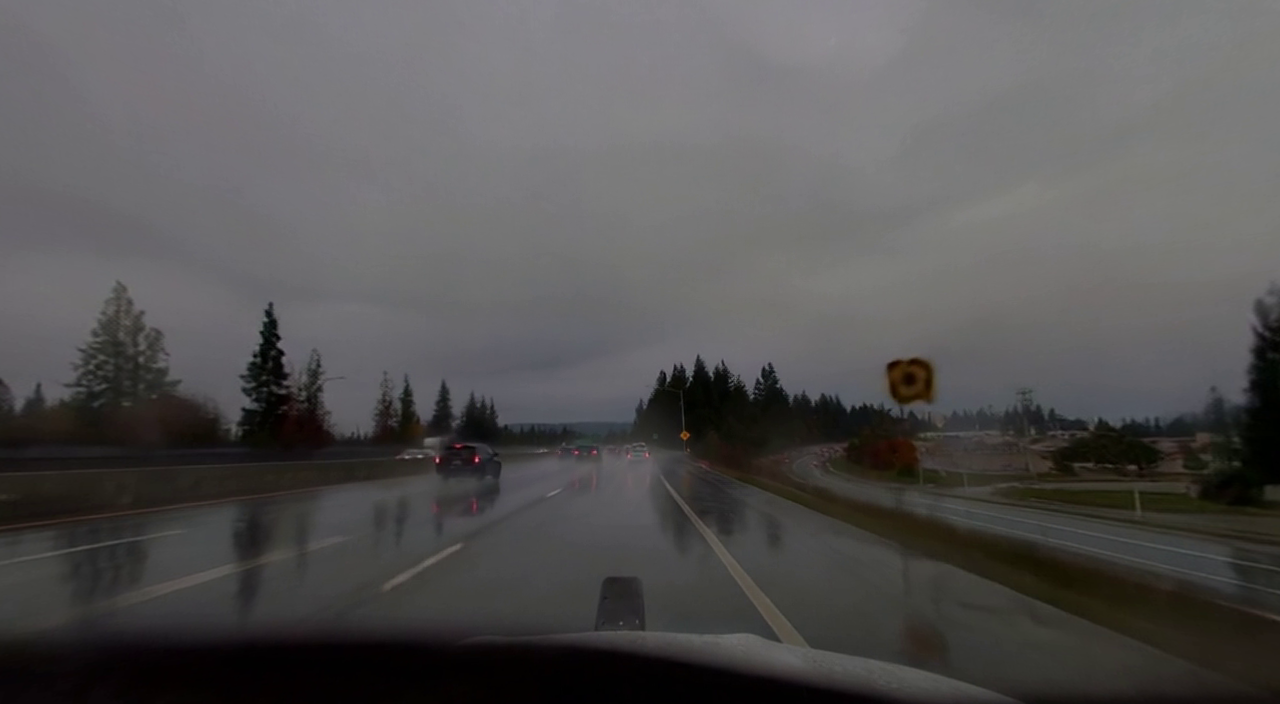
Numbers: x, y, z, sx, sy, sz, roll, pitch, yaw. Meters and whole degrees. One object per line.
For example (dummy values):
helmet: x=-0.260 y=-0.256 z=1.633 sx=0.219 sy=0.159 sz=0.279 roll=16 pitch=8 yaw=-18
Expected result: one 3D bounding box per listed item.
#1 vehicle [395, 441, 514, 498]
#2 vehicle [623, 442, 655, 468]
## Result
vehicle: x=-5.657 y=3.640 z=20.020 sx=2.102 sy=1.562 sz=4.884 roll=-1 pitch=-9 yaw=3
vehicle: x=-0.013 y=7.388 z=45.532 sx=2.179 sy=1.742 sz=4.396 roll=0 pitch=-9 yaw=1
